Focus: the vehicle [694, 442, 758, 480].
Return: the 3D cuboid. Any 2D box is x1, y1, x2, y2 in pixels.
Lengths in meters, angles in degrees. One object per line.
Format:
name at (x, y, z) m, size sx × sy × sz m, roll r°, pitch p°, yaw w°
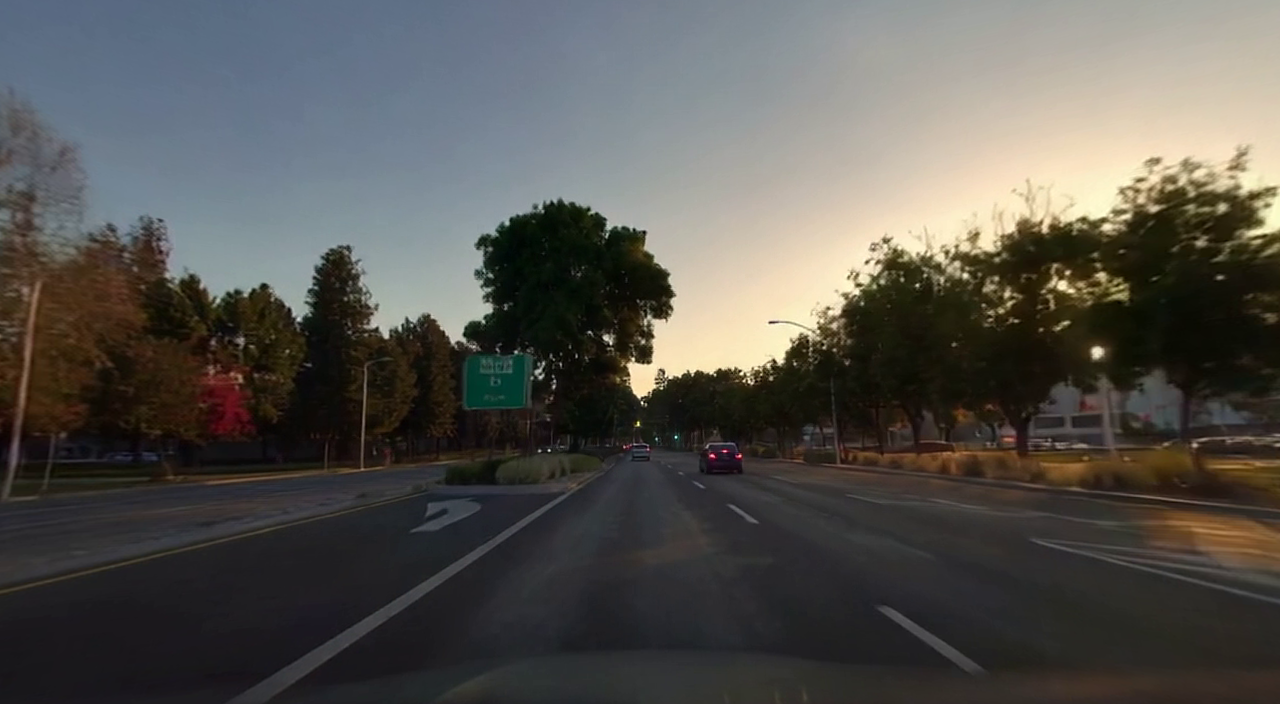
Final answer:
vehicle at (3.560, 4.585, 26.950) m, size 1.948 × 1.479 × 4.620 m, roll 0°, pitch -8°, yaw -2°
